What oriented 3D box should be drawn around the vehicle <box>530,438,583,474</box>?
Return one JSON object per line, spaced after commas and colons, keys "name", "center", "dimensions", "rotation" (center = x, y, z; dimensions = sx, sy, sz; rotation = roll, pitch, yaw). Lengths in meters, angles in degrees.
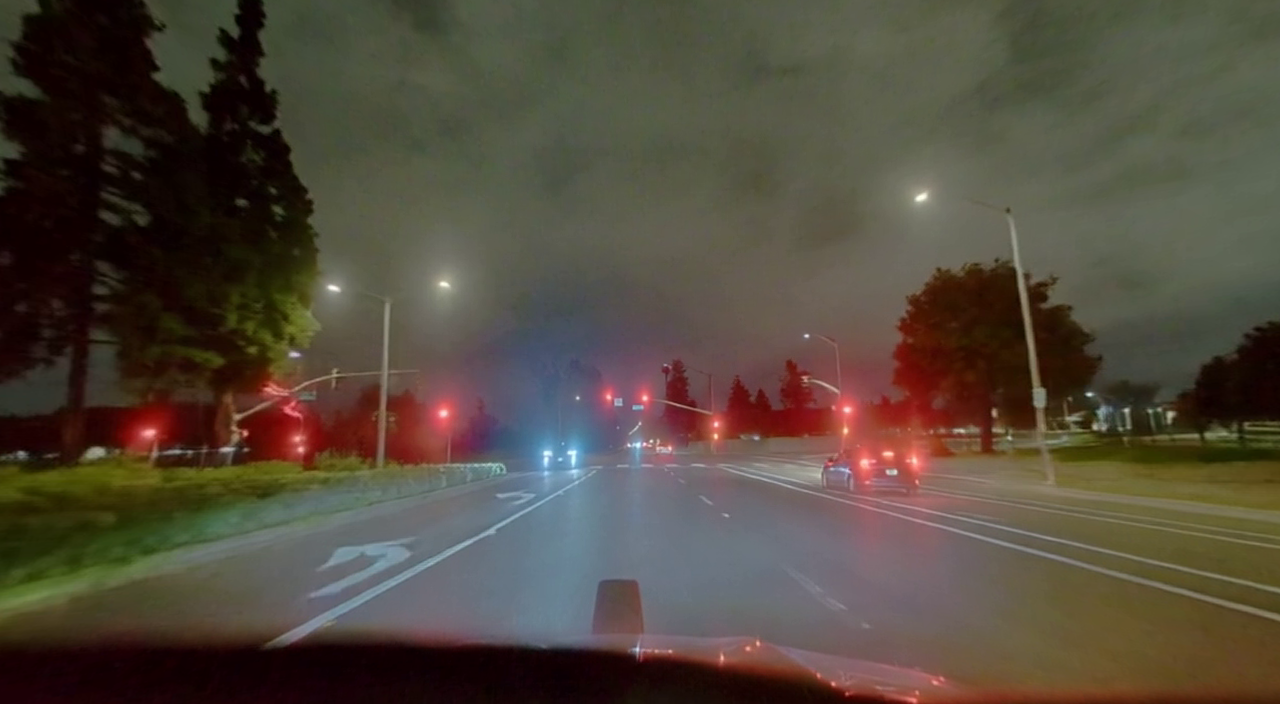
{"name": "vehicle", "center": [-4.288, 5.425, 33.190], "dimensions": [2.156, 1.722, 4.484], "rotation": [-1, -8, 1]}
